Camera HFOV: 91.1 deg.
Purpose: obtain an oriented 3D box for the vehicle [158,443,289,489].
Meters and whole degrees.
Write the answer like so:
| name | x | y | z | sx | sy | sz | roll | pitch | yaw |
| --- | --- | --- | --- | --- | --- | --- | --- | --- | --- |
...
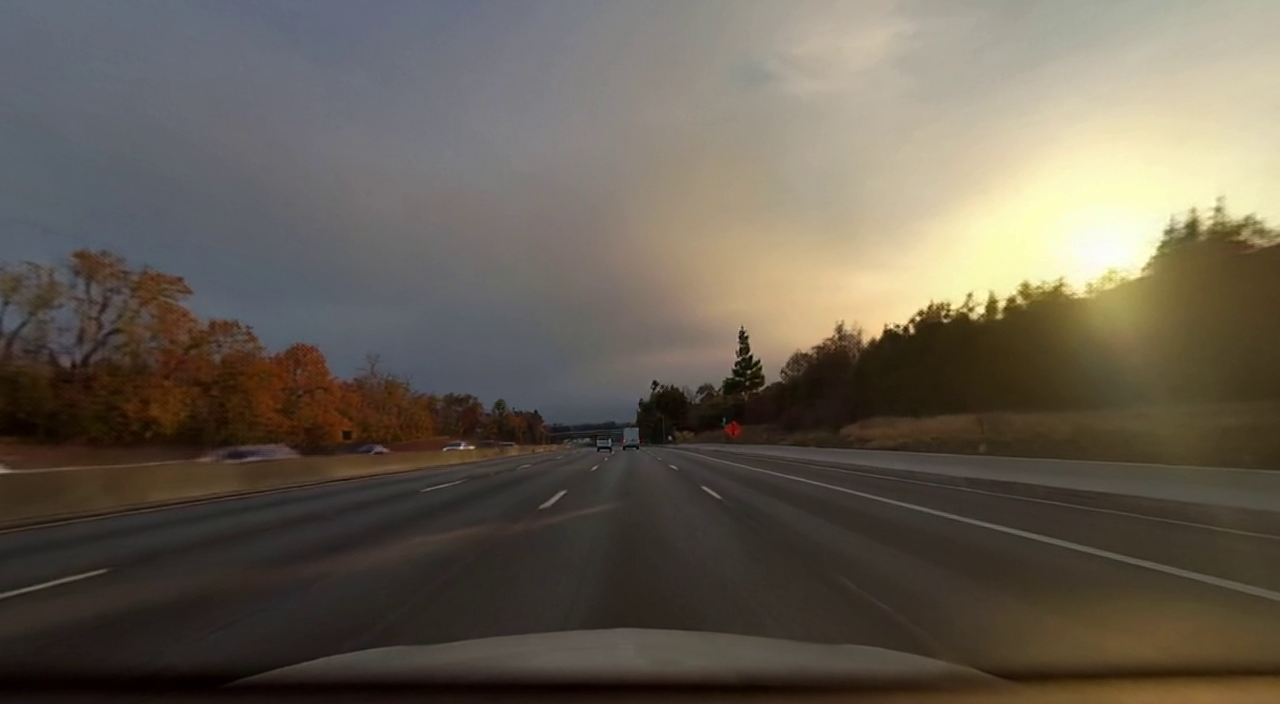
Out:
| name | x | y | z | sx | sy | sz | roll | pitch | yaw |
| --- | --- | --- | --- | --- | --- | --- | --- | --- | --- |
| vehicle | -15.105 | 4.122 | 23.167 | 1.910 | 1.451 | 4.397 | 0 | -8 | -2 |

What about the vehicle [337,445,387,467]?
| name | x | y | z | sx | sy | sz | roll | pitch | yaw |
| --- | --- | --- | --- | --- | --- | --- | --- | --- | --- |
| vehicle | -19.740 | 7.374 | 44.744 | 1.765 | 1.465 | 3.932 | 0 | -8 | 0 |
